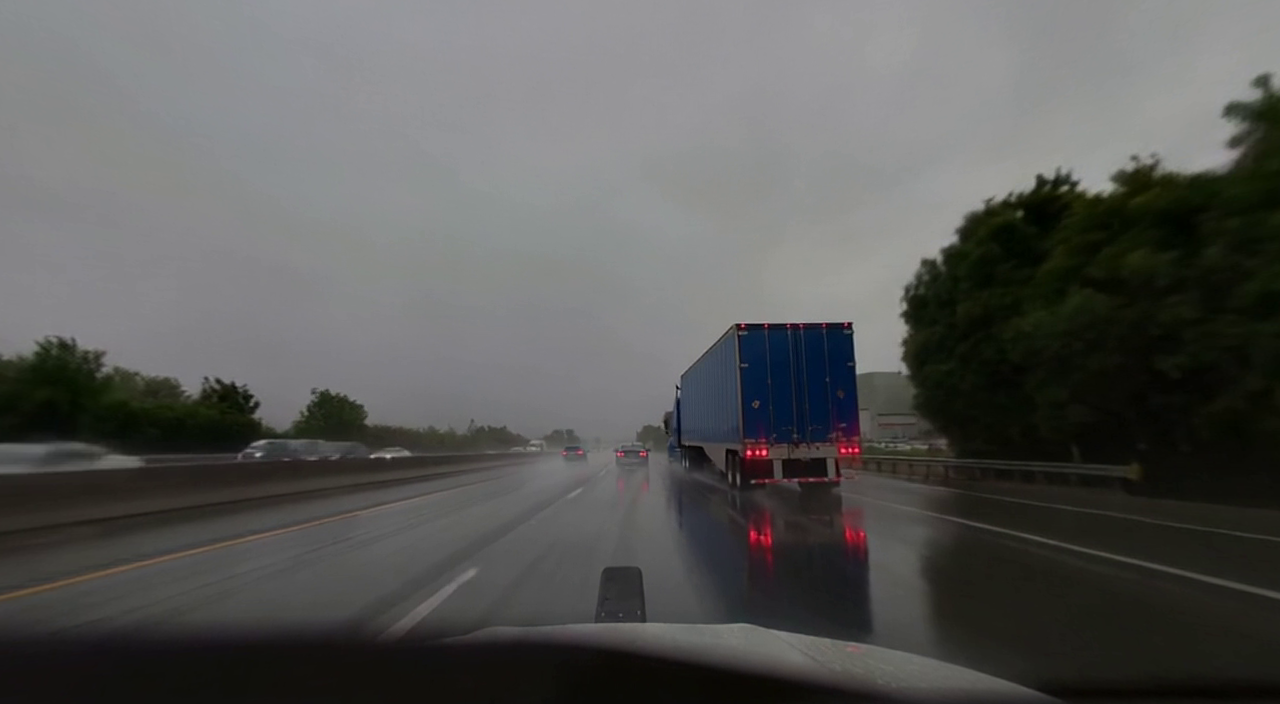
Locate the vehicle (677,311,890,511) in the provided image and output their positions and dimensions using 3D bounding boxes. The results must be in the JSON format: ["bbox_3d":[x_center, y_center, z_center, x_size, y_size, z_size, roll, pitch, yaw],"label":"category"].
[{"bbox_3d":[3.387,2.385,20.982,2.996,4.123,15.965,0,-9,-1],"label":"vehicle"}]

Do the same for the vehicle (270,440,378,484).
[{"bbox_3d":[-14.186,4.945,28.797,2.094,1.806,5.307,0,-9,1],"label":"vehicle"}]

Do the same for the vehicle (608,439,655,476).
[{"bbox_3d":[-0.385,5.235,31.542,2.191,1.685,4.015,0,-9,0],"label":"vehicle"}]

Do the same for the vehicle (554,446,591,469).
[{"bbox_3d":[-4.467,7.050,42.444,1.995,1.491,4.317,0,-9,0],"label":"vehicle"}]

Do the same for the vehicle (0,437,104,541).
[{"bbox_3d":[-10.180,1.885,8.546,2.009,1.472,4.305,0,-9,1],"label":"vehicle"}]
